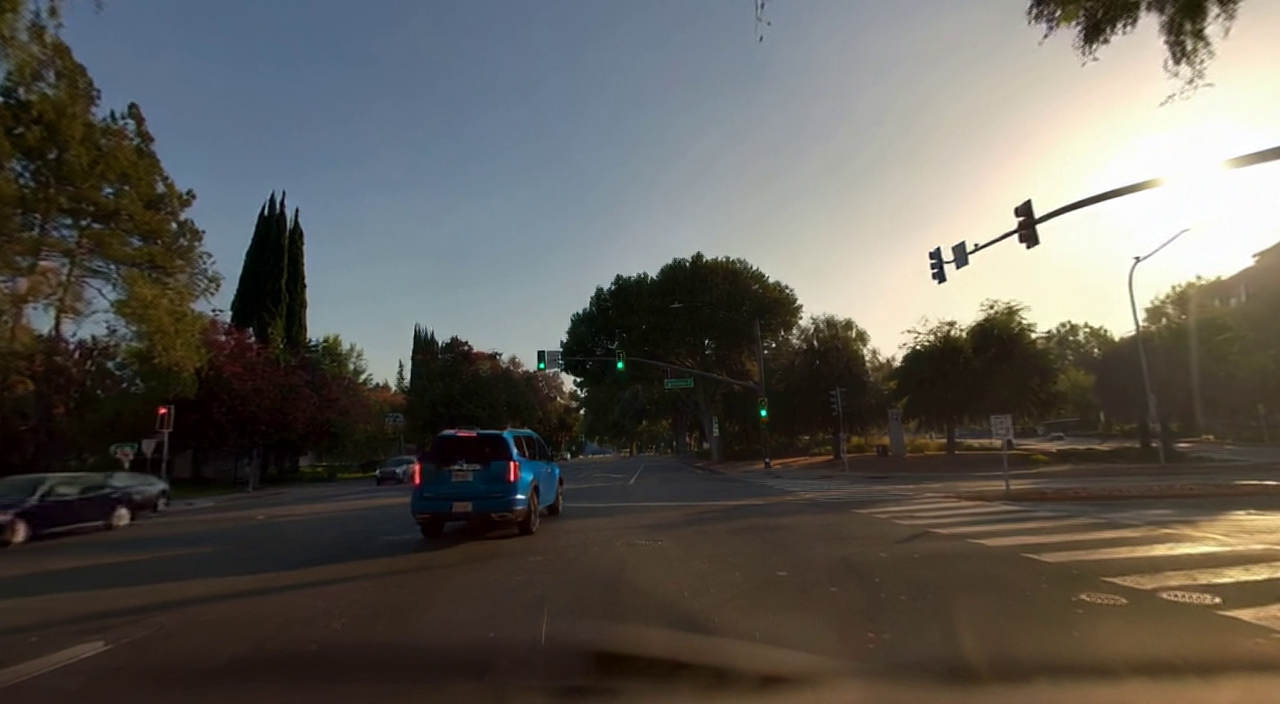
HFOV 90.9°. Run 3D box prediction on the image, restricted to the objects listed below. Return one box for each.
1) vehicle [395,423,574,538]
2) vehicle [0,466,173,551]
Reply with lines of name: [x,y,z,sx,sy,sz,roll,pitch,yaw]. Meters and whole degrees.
vehicle: [-2.718,2.379,12.302,2.123,1.799,4.425,-1,-9,3]
vehicle: [-13.054,3.325,13.880,1.913,1.461,4.546,-1,-9,2]
